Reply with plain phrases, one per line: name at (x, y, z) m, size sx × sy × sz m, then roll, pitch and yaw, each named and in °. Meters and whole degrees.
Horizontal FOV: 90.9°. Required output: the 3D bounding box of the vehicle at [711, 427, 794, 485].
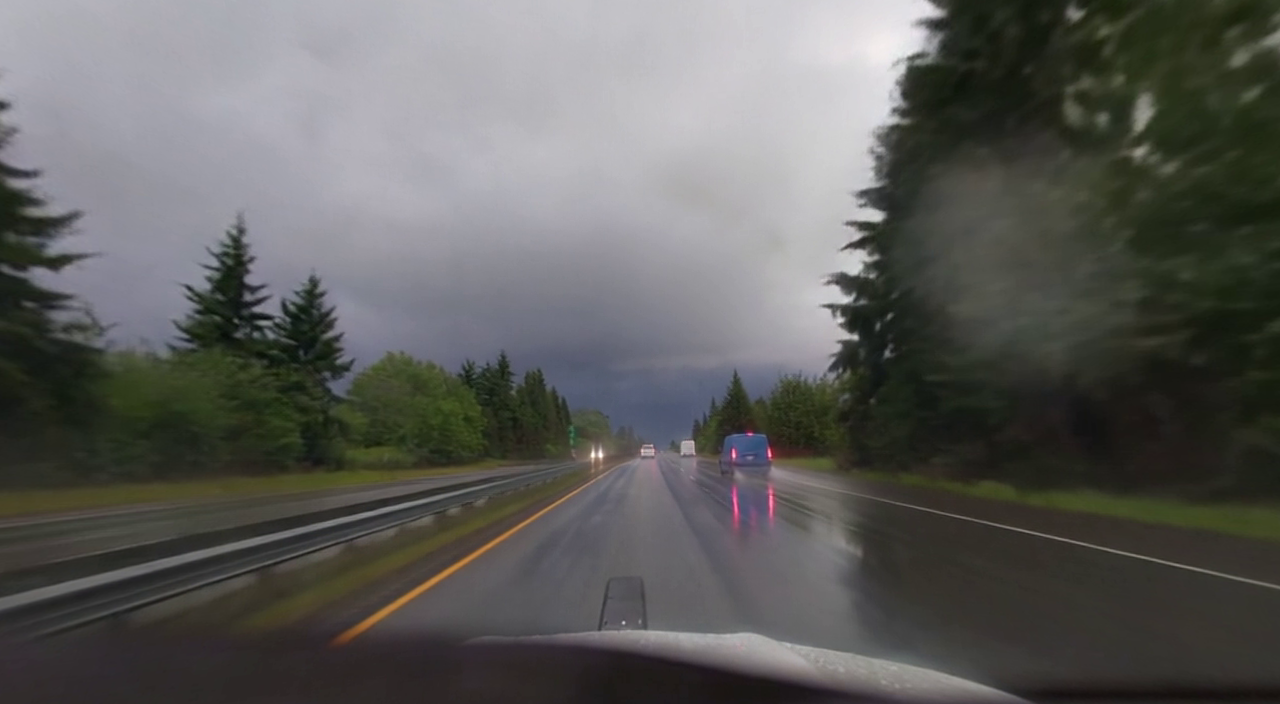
vehicle at (4.289, 4.077, 24.931) m, size 2.371 × 2.045 × 4.768 m, roll 0°, pitch -9°, yaw -1°
